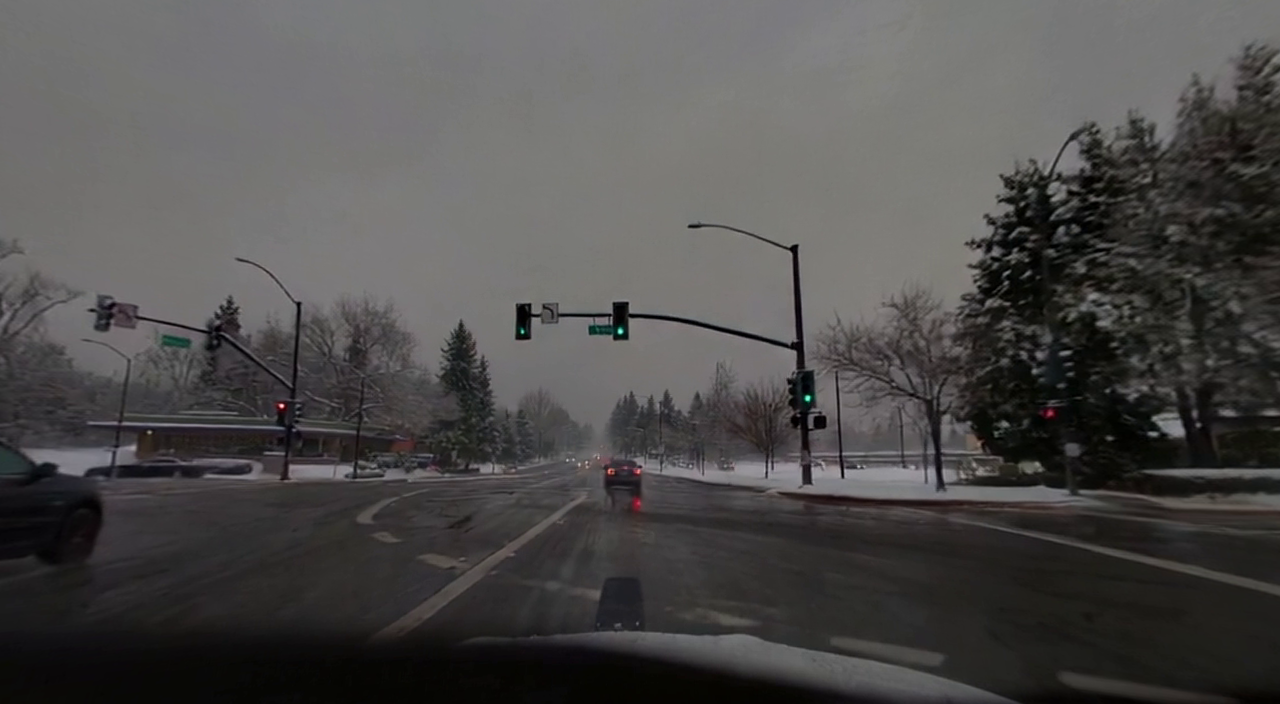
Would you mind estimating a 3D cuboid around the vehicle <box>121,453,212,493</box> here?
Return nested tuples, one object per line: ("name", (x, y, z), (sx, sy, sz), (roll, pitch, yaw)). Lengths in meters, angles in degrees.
("vehicle", (-19.813, 4.987, 26.382), (3.981, 1.510, 1.904), (-7, -11, 37))

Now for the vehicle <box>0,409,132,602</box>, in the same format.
("vehicle", (-6.637, 1.346, 5.406), (1.909, 1.704, 4.307), (2, -9, -16))

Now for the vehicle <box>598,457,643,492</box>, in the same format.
("vehicle", (-0.928, 5.575, 29.041), (1.917, 1.418, 3.987), (0, -9, -3))
